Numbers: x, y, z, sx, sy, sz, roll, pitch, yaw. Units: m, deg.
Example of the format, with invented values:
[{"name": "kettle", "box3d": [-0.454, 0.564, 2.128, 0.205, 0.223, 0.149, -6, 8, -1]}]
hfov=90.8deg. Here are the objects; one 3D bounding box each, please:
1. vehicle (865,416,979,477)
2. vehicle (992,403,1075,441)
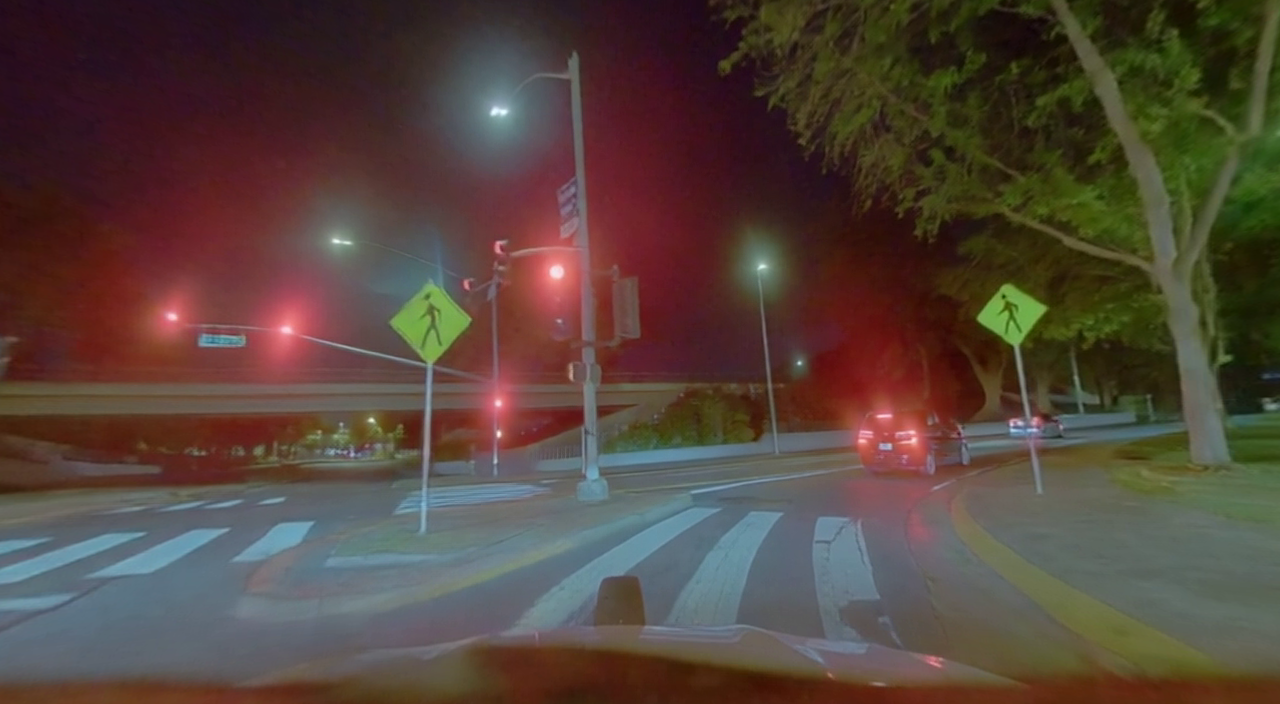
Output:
[{"name": "vehicle", "box3d": [8.545, 2.820, 18.956, 1.908, 1.622, 4.166, -7, -11, 40]}, {"name": "vehicle", "box3d": [21.978, 3.972, 35.223, 5.144, 1.954, 2.122, 6, -10, -37]}]
